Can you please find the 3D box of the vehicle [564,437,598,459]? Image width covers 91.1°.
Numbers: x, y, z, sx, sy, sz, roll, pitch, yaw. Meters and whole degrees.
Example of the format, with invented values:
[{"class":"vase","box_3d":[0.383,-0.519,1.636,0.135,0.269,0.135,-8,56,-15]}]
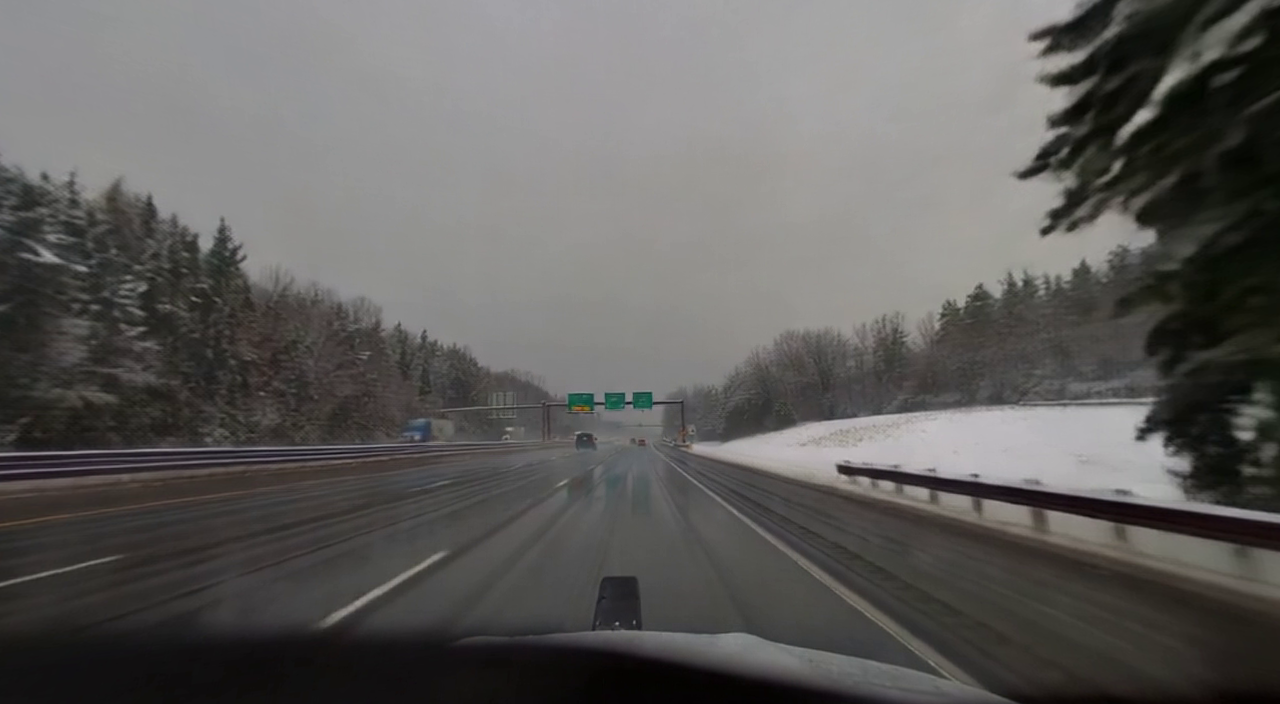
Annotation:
[{"class":"vehicle","box_3d":[-4.258,6.974,45.985,2.004,1.497,4.260,0,-8,1]}]
